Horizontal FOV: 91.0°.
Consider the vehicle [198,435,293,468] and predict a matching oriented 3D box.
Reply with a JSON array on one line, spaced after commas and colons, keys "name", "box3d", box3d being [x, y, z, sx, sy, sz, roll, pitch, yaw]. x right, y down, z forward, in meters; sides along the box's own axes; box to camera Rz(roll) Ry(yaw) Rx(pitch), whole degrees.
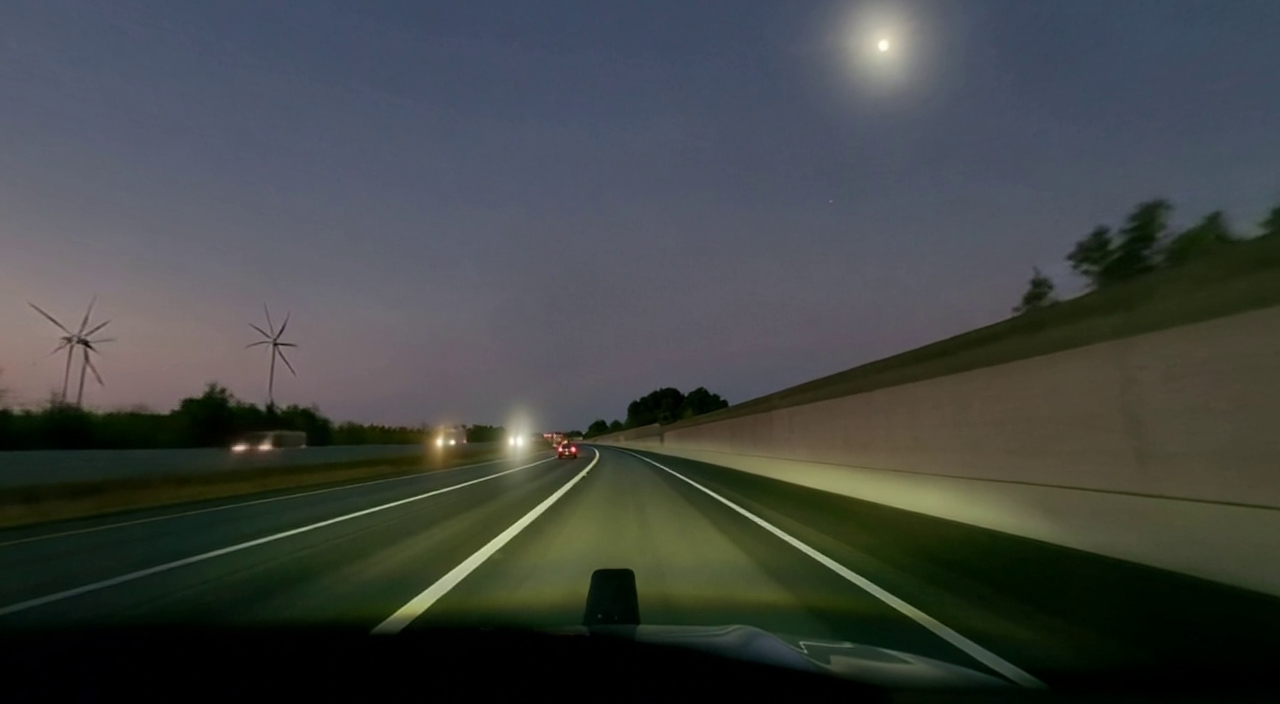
[{"name": "vehicle", "box3d": [-20.284, 5.123, 32.671, 2.008, 1.530, 4.758, 0, -8, -2]}]

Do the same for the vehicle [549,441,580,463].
[{"name": "vehicle", "box3d": [-5.619, 7.475, 47.171, 2.053, 1.549, 4.097, 0, -8, -3]}]
